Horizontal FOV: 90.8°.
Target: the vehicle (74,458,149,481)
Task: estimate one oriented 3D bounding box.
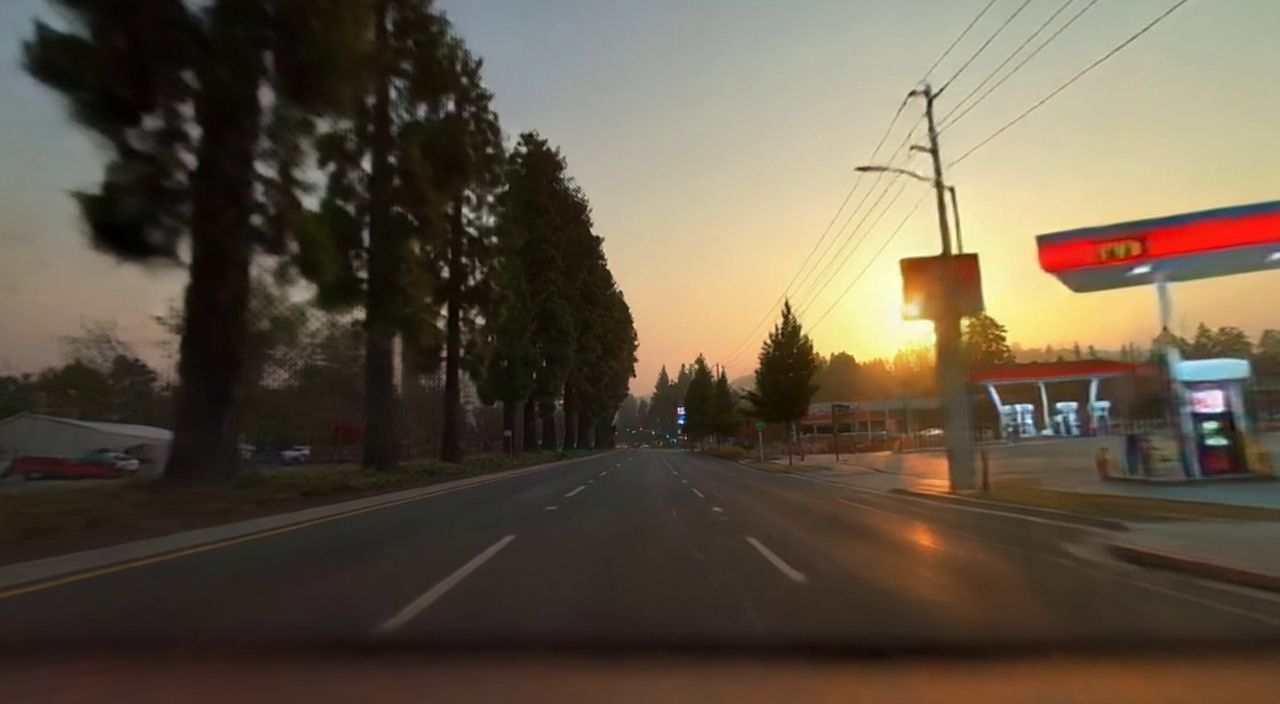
[{"bbox_3d":[-40.013,8.871,47.831,4.266,1.505,1.835,-2,-7,6],"label":"vehicle"}]
